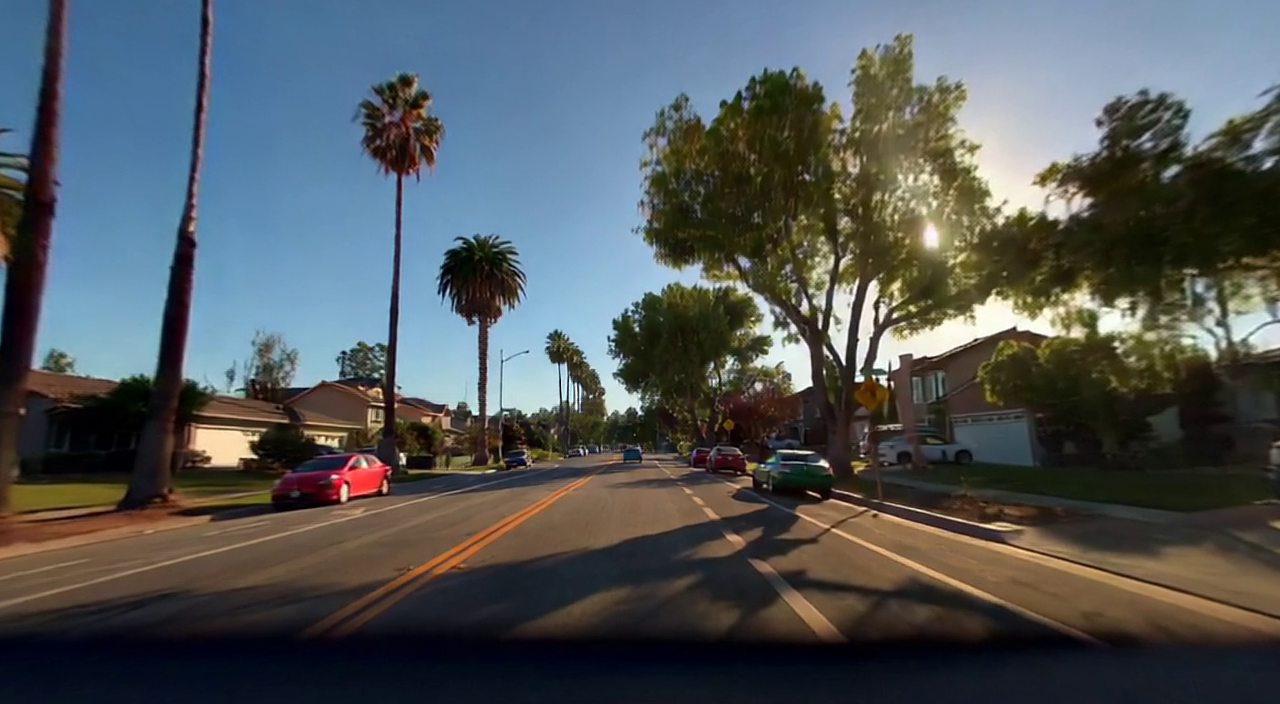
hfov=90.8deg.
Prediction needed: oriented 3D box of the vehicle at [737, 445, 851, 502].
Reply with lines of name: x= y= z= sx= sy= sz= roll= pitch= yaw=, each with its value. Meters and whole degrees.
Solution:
vehicle: x=4.462 y=3.594 z=19.286 sx=2.033 sy=1.495 sz=5.175 roll=0 pitch=-8 yaw=-2

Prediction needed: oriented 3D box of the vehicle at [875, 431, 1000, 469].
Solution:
vehicle: x=12.545 y=4.149 z=26.815 sx=4.288 sy=1.539 sz=1.934 roll=0 pitch=-8 yaw=-1

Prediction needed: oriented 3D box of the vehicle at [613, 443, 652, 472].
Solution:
vehicle: x=-0.426 y=5.896 z=35.534 sx=2.098 sy=1.483 sz=4.099 roll=0 pitch=-8 yaw=-1

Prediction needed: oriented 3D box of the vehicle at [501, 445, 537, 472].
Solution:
vehicle: x=-9.100 y=8.013 z=47.676 sx=1.945 sy=1.666 sz=4.107 roll=-3 pitch=-6 yaw=-1

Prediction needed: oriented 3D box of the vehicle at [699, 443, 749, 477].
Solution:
vehicle: x=4.365 y=5.677 z=33.669 sx=2.017 sy=1.646 sz=5.389 roll=0 pitch=-8 yaw=1

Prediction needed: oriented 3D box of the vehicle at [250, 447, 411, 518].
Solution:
vehicle: x=-9.005 y=3.787 z=19.109 sx=2.181 sy=1.527 sz=5.441 roll=-2 pitch=-7 yaw=0
